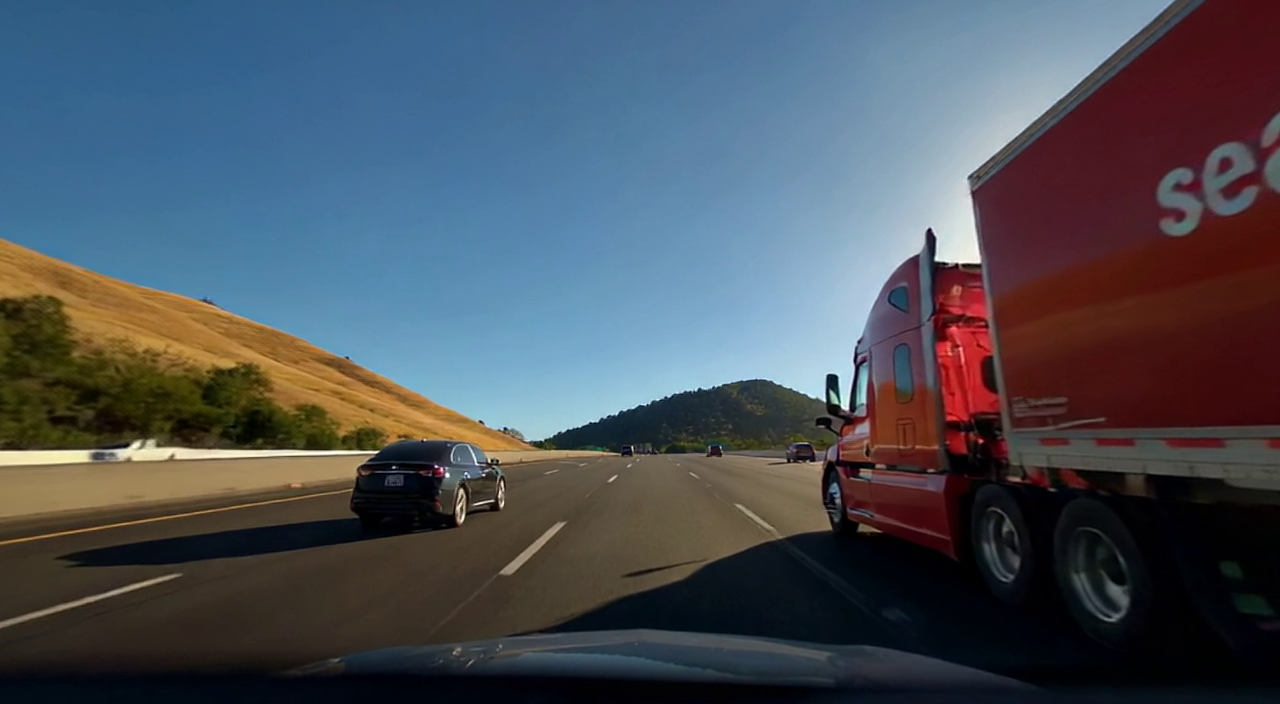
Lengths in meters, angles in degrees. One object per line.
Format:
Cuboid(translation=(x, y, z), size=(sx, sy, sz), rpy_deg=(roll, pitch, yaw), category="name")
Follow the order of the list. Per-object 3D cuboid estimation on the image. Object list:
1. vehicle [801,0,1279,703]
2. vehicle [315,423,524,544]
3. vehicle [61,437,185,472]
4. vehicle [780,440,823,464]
Cuboid(translation=(4.082, 0.177, 5.494), size=(3.277, 3.871, 7.882), rpy_deg=(0, -8, 1), category="vehicle")
Cuboid(translation=(-3.341, 2.068, 10.473), size=(1.967, 1.615, 3.886), rpy_deg=(0, -8, 2), category="vehicle")
Cuboid(translation=(-29.144, 5.797, 35.729), size=(2.201, 1.802, 5.532), rpy_deg=(0, -8, 2), category="vehicle")
Cuboid(translation=(12.199, 7.586, 47.783), size=(2.062, 1.736, 4.589), rpy_deg=(0, -8, 0), category="vehicle")
